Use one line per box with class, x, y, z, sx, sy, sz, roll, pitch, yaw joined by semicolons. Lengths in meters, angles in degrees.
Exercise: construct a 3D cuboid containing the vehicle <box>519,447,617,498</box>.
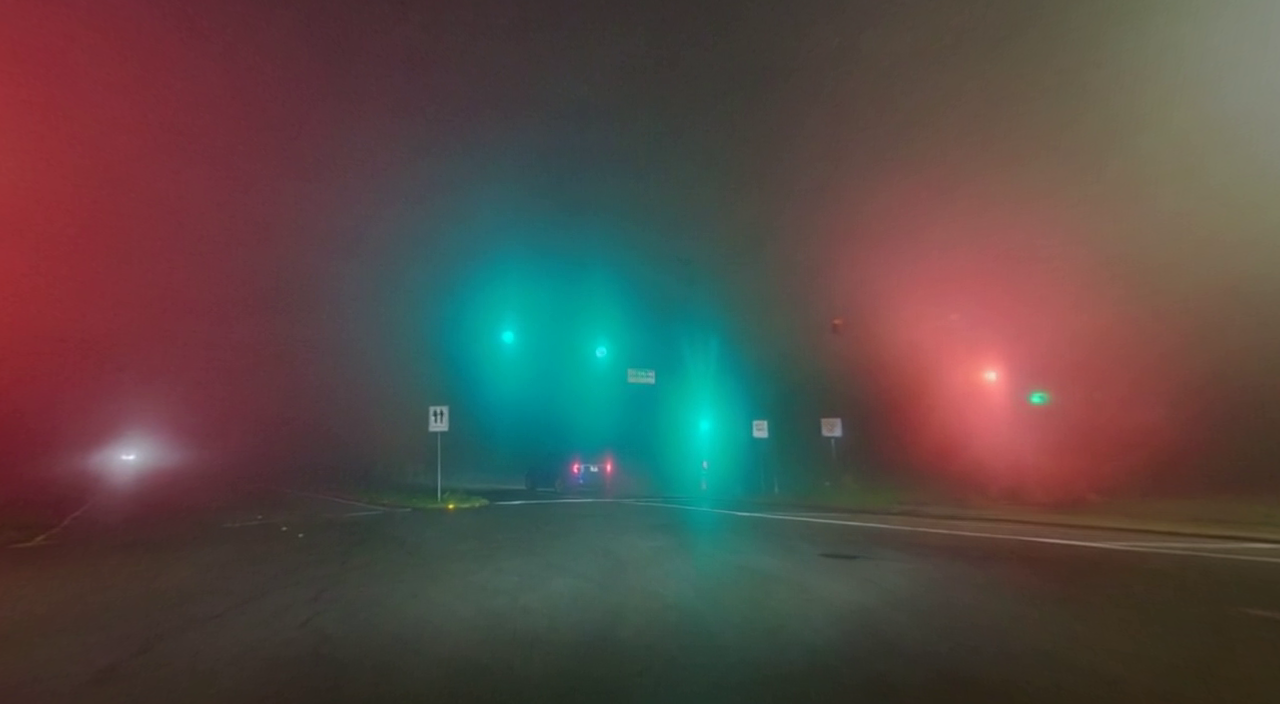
vehicle;-3.060;4.809;25.698;2.284;1.788;4.871;4;-10;-28
